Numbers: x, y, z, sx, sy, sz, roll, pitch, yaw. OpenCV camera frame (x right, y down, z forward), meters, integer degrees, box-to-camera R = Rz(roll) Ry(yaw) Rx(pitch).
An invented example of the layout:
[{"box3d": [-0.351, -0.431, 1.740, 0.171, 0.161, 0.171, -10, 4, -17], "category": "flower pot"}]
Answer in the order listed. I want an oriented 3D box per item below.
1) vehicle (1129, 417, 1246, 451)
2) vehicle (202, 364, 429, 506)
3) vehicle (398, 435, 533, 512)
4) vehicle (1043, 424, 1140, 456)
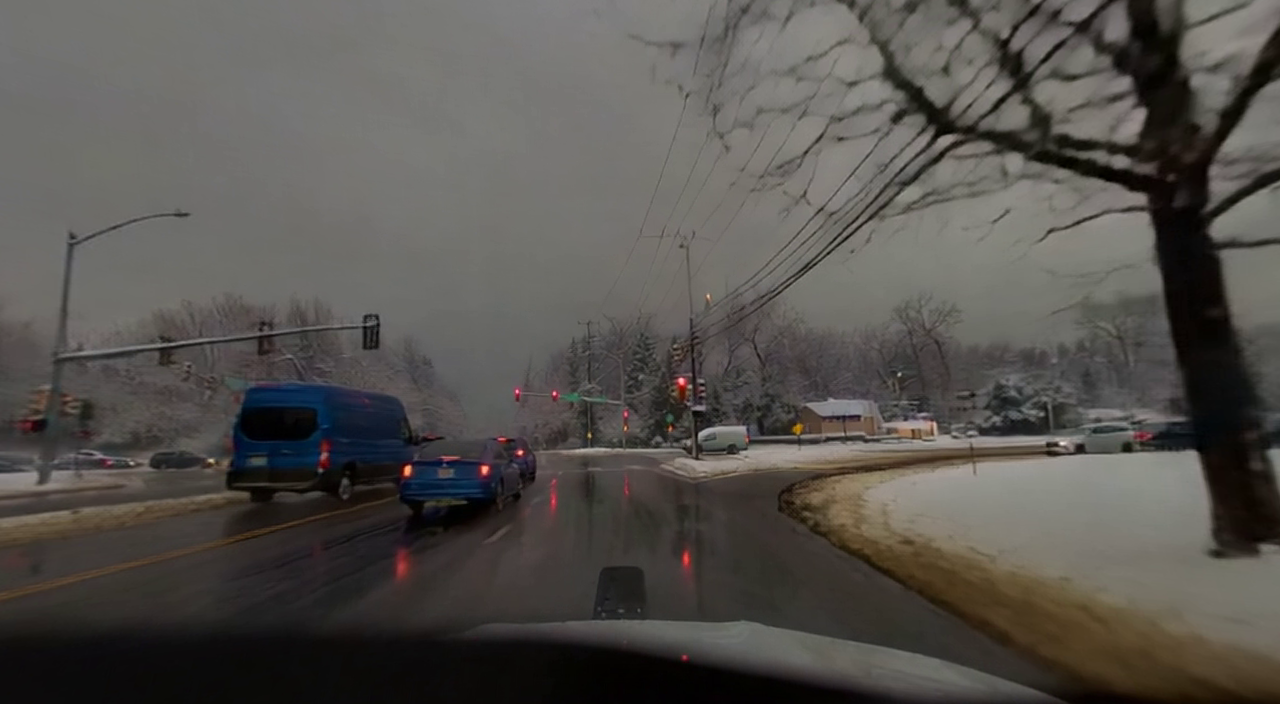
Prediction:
[{"box3d": [28.308, 4.285, 32.701, 4.056, 1.659, 1.881, -2, -9, 13], "category": "vehicle"}, {"box3d": [-7.790, 2.217, 16.380, 2.461, 2.889, 6.776, 1, -9, -2], "category": "vehicle"}, {"box3d": [-3.797, 2.731, 14.612, 2.019, 1.485, 4.565, 1, -9, -3], "category": "vehicle"}, {"box3d": [21.929, 4.301, 30.613, 3.718, 1.480, 1.981, 4, -9, -20], "category": "vehicle"}]
